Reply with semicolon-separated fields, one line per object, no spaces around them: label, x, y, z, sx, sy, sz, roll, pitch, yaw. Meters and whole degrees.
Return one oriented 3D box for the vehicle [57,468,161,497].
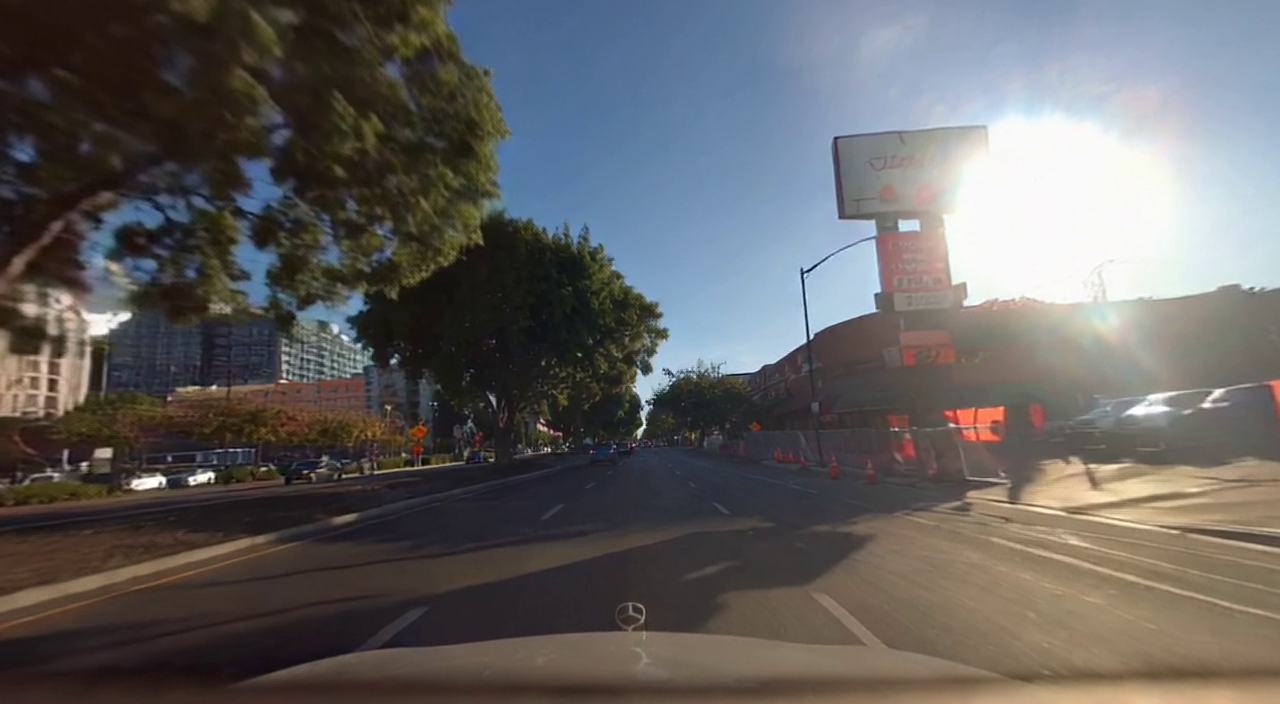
vehicle;-33.303;8.183;39.631;4.764;1.448;1.876;-3;-8;-3

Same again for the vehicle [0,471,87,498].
vehicle;-43.373;9.598;45.728;4.731;1.606;1.838;-3;-9;0

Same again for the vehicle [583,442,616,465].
vehicle;-2.672;6.746;41.959;1.926;1.442;4.231;0;-8;0

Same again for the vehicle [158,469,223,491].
vehicle;-32.923;9.389;46.191;3.576;1.407;1.583;-1;-8;3

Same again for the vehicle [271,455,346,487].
vehicle;-21.811;7.789;41.705;2.262;1.703;4.728;-5;-9;3
